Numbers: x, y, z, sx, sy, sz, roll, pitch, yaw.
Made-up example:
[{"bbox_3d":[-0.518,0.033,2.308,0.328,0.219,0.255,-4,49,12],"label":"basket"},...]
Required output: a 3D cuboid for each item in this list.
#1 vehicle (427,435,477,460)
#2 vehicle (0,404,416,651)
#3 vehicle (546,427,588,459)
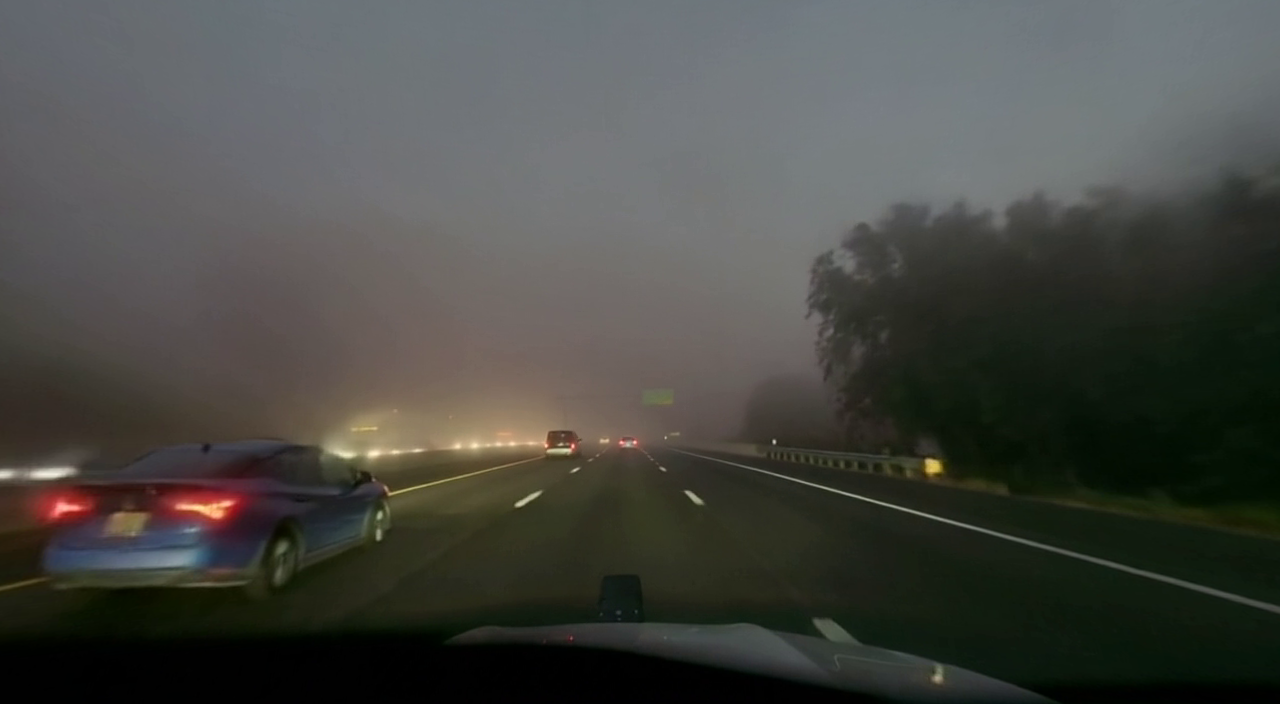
[{"bbox_3d":[-13.225,6.703,44.548,2.064,1.646,4.738,0,-8,0],"label":"vehicle"},{"bbox_3d":[-3.925,1.398,6.133,1.953,1.550,4.167,0,-8,0],"label":"vehicle"},{"bbox_3d":[-4.641,5.854,40.589,2.115,1.887,4.721,0,-8,0],"label":"vehicle"}]
